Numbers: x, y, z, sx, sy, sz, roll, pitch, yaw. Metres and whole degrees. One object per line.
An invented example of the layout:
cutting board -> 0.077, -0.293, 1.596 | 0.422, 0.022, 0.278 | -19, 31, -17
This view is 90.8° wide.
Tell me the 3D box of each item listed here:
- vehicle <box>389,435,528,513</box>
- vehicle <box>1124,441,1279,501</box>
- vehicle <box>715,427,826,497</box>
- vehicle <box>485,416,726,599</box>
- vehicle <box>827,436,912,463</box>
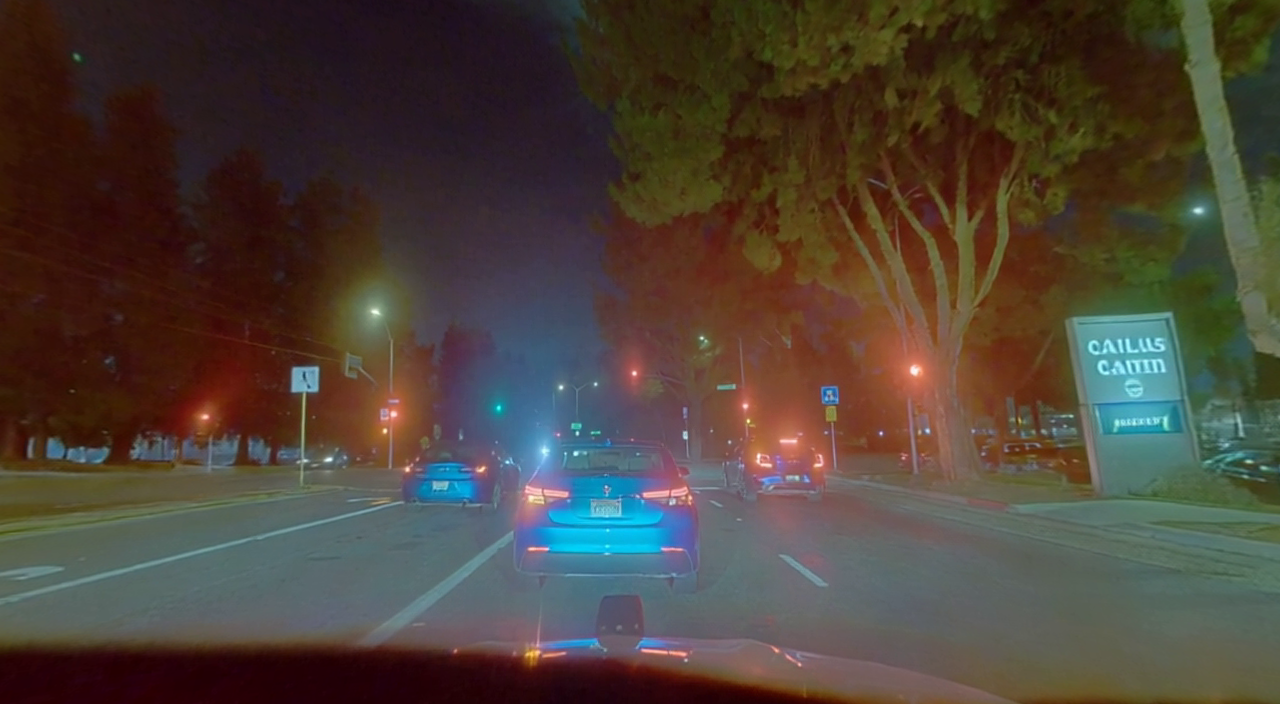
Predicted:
vehicle -> -3.763, 2.587, 13.854 | 1.998, 1.452, 3.773 | 0, -8, -1
vehicle -> 15.192, 3.011, 16.270 | 3.951, 1.418, 1.842 | 0, -8, -3
vehicle -> 3.430, 2.992, 17.506 | 2.028, 1.678, 4.220 | 0, -8, -2
vehicle -> -0.357, 1.633, 7.536 | 2.045, 1.533, 4.183 | 0, -8, -2
vehicle -> 13.901, 5.927, 38.465 | 4.419, 1.619, 1.894 | 1, -9, -8
